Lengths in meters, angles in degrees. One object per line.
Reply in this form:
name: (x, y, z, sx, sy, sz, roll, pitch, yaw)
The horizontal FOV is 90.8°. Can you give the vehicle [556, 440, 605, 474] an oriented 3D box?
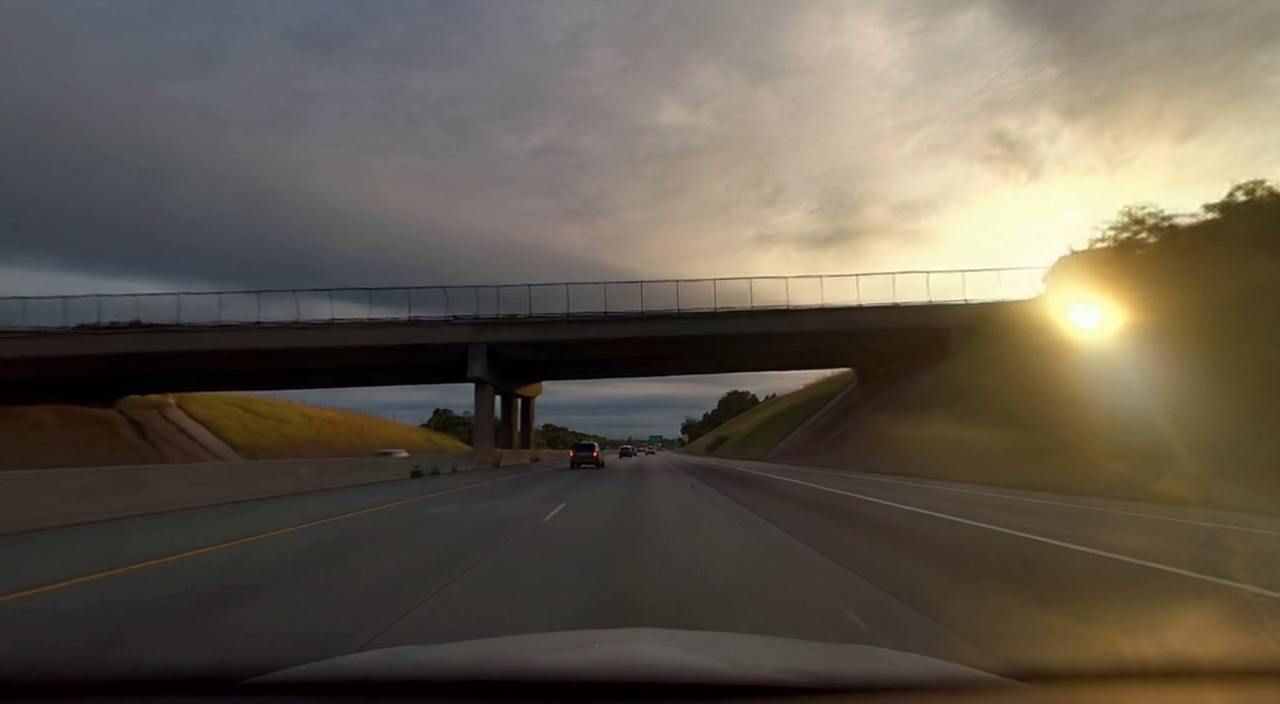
vehicle: (-3.197, 5.791, 34.852, 2.181, 1.730, 4.517, 0, -9, 1)
